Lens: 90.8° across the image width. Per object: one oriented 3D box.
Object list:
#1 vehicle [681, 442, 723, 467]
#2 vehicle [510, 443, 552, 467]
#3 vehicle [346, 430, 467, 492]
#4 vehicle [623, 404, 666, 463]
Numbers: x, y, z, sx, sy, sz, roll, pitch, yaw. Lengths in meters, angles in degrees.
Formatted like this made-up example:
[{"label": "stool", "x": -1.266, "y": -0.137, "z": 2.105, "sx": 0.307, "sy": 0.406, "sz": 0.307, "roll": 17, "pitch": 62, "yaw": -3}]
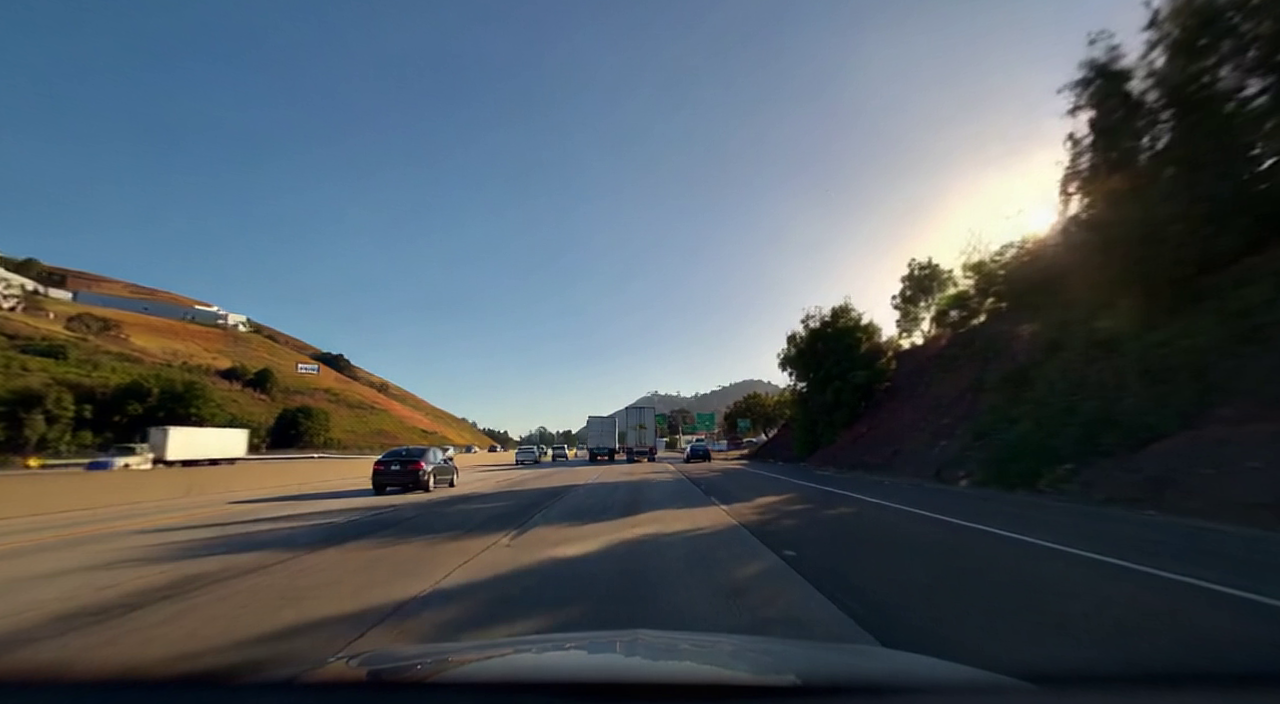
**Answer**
[{"label": "vehicle", "x": 3.636, "y": 6.126, "z": 37.855, "sx": 2.006, "sy": 1.452, "sz": 4.246, "roll": 0, "pitch": -9, "yaw": -1}, {"label": "vehicle", "x": -6.892, "y": 6.572, "z": 40.347, "sx": 1.891, "sy": 1.460, "sz": 4.506, "roll": 0, "pitch": -9, "yaw": 0}, {"label": "vehicle", "x": -7.280, "y": 3.451, "z": 20.240, "sx": 2.122, "sy": 1.754, "sz": 4.379, "roll": 0, "pitch": -9, "yaw": 1}, {"label": "vehicle", "x": 0.273, "y": 6.551, "z": 49.940, "sx": 2.969, "sy": 4.104, "sz": 10.906, "roll": 0, "pitch": -9, "yaw": 0}]
